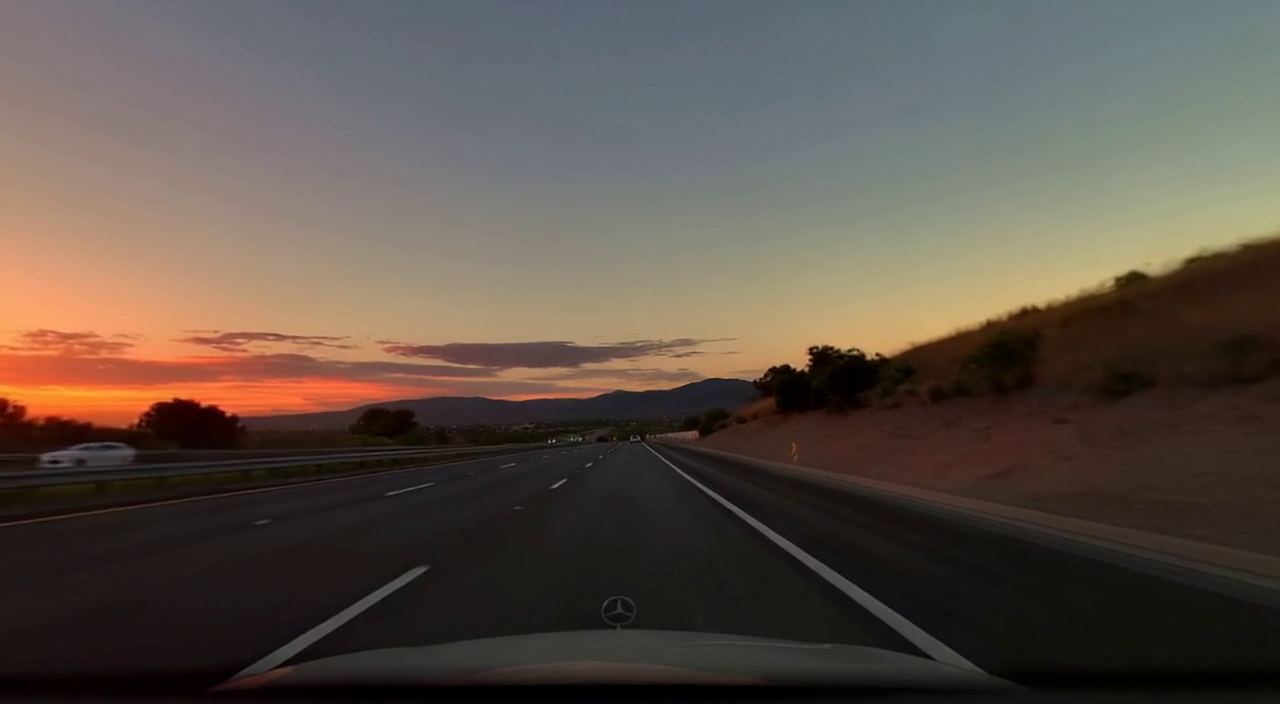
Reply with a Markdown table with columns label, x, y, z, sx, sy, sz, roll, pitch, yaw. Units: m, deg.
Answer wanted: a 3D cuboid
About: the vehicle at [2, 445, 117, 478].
| label | x | y | z | sx | sy | sz | roll | pitch | yaw |
| --- | --- | --- | --- | --- | --- | --- | --- | --- | --- |
| vehicle | -28.790 | 5.397 | 31.380 | 1.793 | 1.487 | 4.216 | 0 | -8 | -1 |
